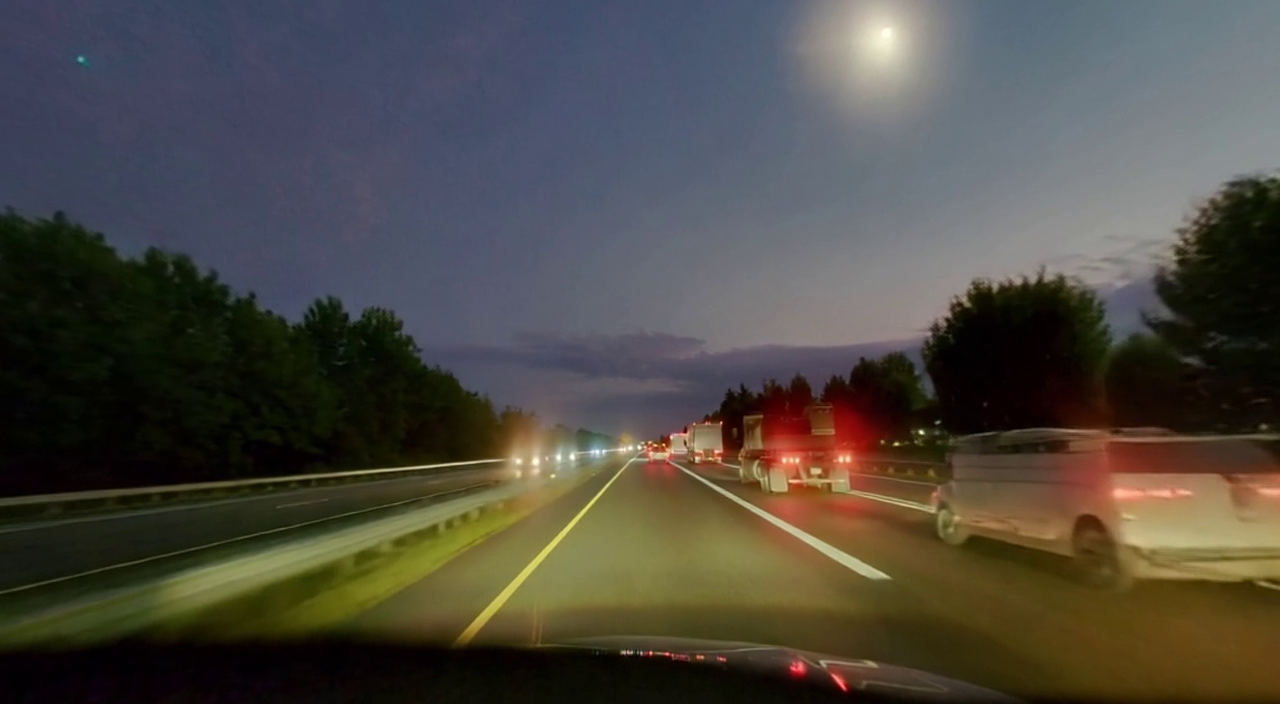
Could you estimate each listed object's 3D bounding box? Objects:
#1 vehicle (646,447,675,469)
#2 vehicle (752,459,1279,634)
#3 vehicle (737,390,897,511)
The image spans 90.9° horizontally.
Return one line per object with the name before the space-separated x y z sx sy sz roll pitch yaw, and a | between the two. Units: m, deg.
vehicle | 1.435 7.581 45.375 2.049 1.500 3.790 0 -9 1
vehicle | 4.635 2.576 11.346 2.472 1.036 13.239 -1 -9 -2
vehicle | 4.555 2.731 17.623 2.569 2.783 5.984 0 -9 -1
